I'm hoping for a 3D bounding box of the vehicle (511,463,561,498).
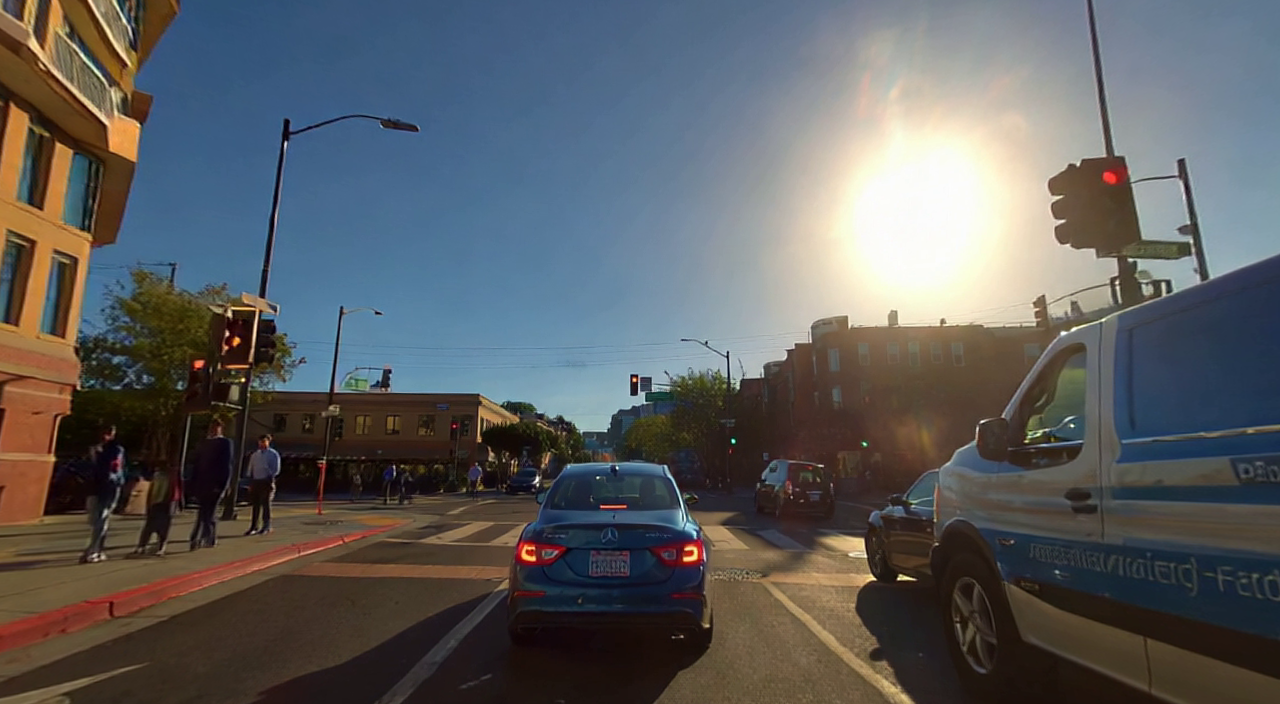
[{"bbox_3d":[-6.345,7.875,39.009,2.226,1.896,4.438,-1,-9,1],"label":"vehicle"}]

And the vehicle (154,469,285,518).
[{"bbox_3d":[-19.774,6.651,29.751,4.750,2.083,2.002,-1,-9,3],"label":"vehicle"}]

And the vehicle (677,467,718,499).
[{"bbox_3d":[3.472,8.026,38.856,1.908,1.741,4.066,0,-9,-3],"label":"vehicle"}]

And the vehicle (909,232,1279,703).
[{"bbox_3d":[3.211,0.549,1.259,2.632,1.979,6.096,0,-9,0],"label":"vehicle"}]

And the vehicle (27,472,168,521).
[{"bbox_3d":[-25.483,6.772,29.737,4.588,2.048,2.110,0,-9,1],"label":"vehicle"}]
